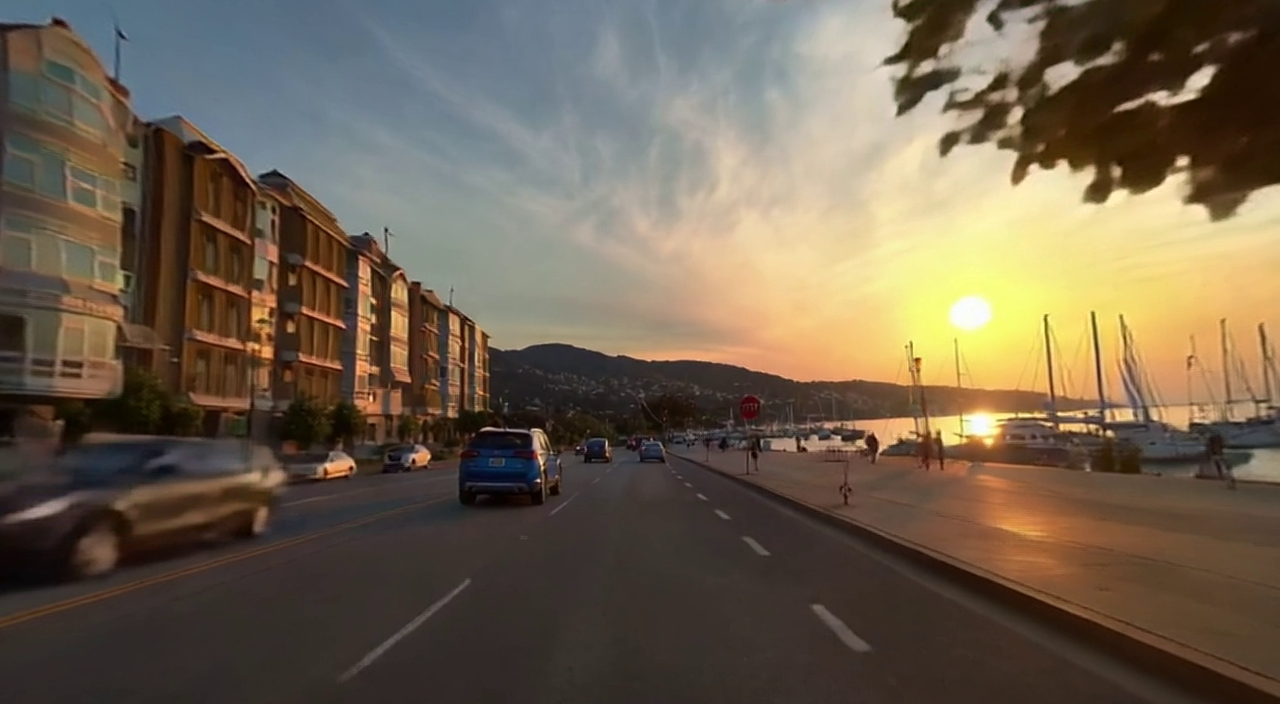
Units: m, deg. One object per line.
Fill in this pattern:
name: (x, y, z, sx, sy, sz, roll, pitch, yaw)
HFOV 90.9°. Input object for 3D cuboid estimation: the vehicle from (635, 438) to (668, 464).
vehicle: (0.767, 6.543, 41.753, 2.057, 1.624, 3.726, 0, -8, 1)

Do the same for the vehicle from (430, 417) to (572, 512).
vehicle: (-2.923, 2.497, 14.531, 2.082, 1.817, 4.724, 0, -8, 1)

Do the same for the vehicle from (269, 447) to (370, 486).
vehicle: (-13.472, 4.790, 26.844, 1.871, 1.463, 4.555, 0, -8, 1)

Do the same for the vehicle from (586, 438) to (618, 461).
vehicle: (-2.844, 7.369, 47.797, 2.056, 1.680, 4.205, 0, -8, 2)

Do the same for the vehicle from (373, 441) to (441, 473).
vehicle: (-13.337, 6.015, 36.415, 2.117, 1.703, 4.373, 0, -8, 2)

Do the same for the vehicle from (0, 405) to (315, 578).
vehicle: (-6.660, 1.736, 8.678, 1.987, 1.751, 4.308, 0, -8, 1)
